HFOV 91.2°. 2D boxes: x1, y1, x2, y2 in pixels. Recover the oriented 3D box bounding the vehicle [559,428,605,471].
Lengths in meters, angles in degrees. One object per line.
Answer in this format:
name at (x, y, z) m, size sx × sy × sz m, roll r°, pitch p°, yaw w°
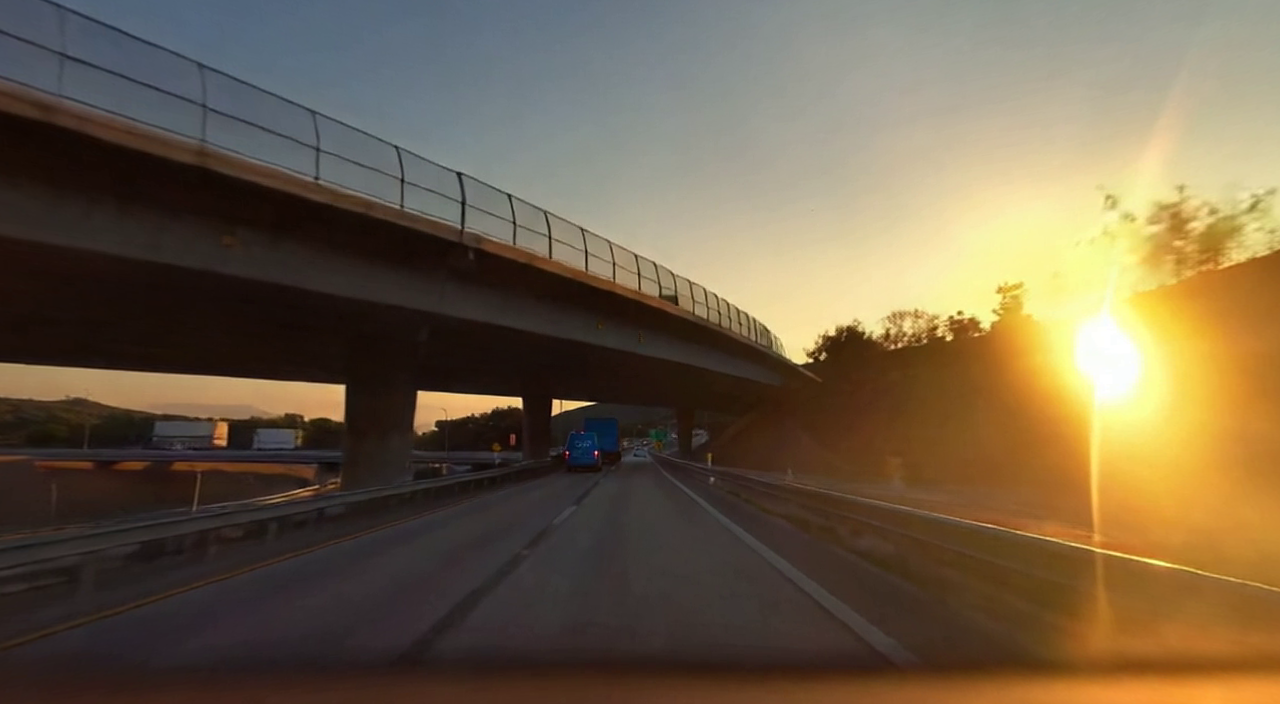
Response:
vehicle at (-3.780, 6.612, 42.519) m, size 2.463 × 2.640 × 7.034 m, roll 0°, pitch -9°, yaw 0°
